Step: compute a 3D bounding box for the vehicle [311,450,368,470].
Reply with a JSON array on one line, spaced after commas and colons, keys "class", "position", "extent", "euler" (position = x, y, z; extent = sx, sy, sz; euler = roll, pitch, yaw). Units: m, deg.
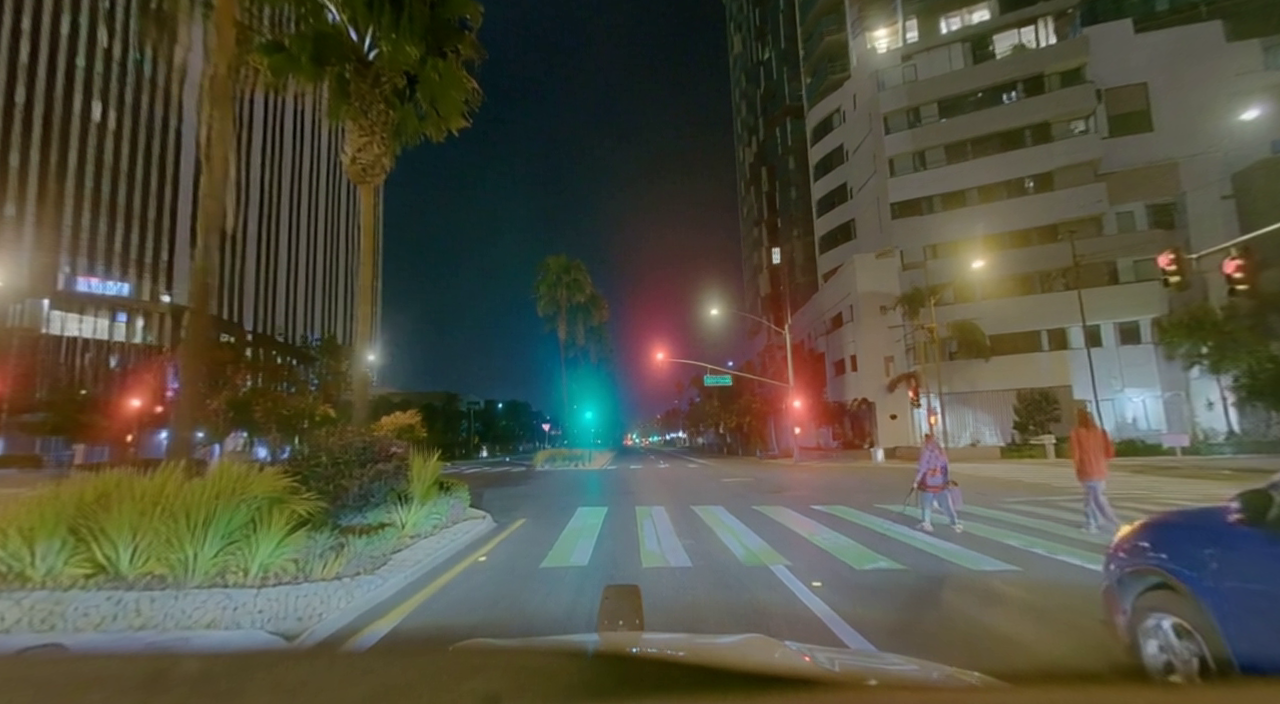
[{"class": "vehicle", "position": [-23.646, 8.486, 49.922], "extent": [1.955, 1.480, 5.163], "euler": [0, -9, 1]}]

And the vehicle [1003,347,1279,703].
[{"class": "vehicle", "position": [3.332, 0.732, 1.807], "extent": [2.060, 1.631, 4.169], "euler": [0, -8, 0]}]
